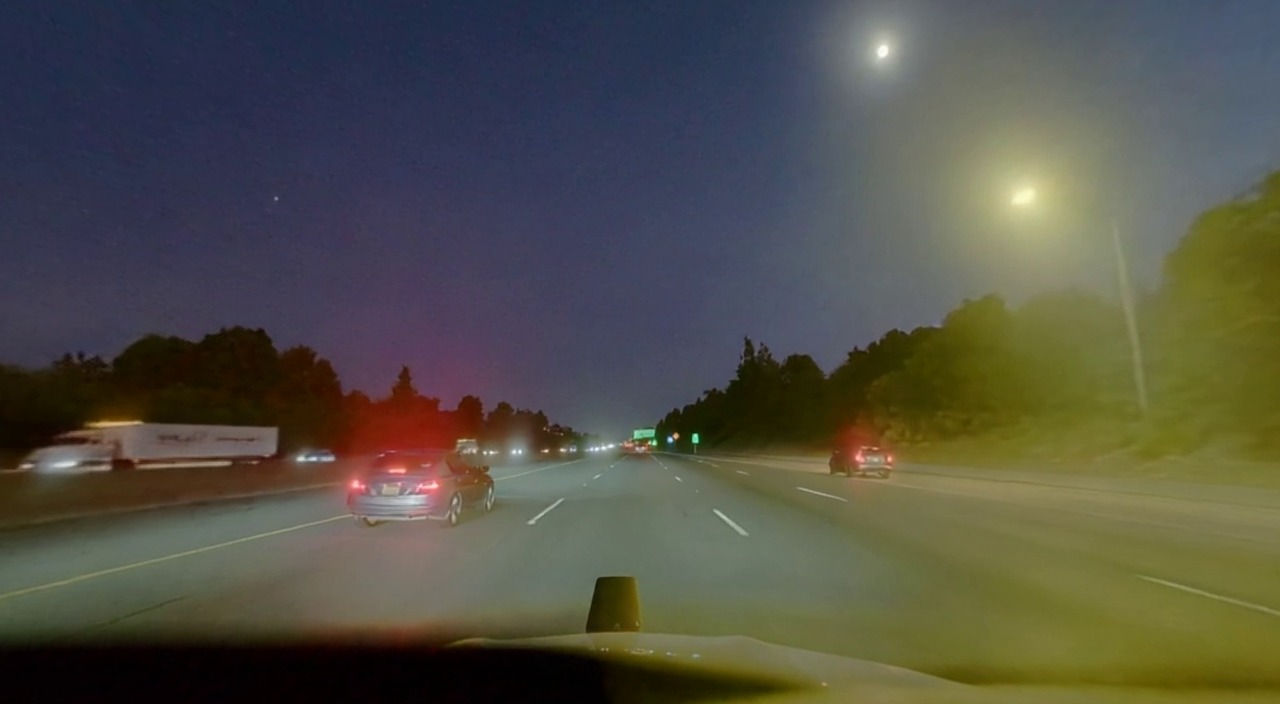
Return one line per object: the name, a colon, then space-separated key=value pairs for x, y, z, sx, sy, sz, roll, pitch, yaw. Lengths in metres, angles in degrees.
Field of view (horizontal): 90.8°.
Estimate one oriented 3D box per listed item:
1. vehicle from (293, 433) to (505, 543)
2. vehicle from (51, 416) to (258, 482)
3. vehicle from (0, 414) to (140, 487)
vehicle: x=-3.929 y=2.278 z=11.251 sx=2.050 sy=1.547 sz=4.266 roll=0 pitch=-9 yaw=1
vehicle: x=-36.233 y=7.478 z=48.977 sx=2.926 sy=4.206 sz=16.722 roll=0 pitch=-9 yaw=0
vehicle: x=-36.111 y=6.128 z=39.501 sx=3.015 sy=4.073 sz=8.024 roll=0 pitch=-9 yaw=-1
